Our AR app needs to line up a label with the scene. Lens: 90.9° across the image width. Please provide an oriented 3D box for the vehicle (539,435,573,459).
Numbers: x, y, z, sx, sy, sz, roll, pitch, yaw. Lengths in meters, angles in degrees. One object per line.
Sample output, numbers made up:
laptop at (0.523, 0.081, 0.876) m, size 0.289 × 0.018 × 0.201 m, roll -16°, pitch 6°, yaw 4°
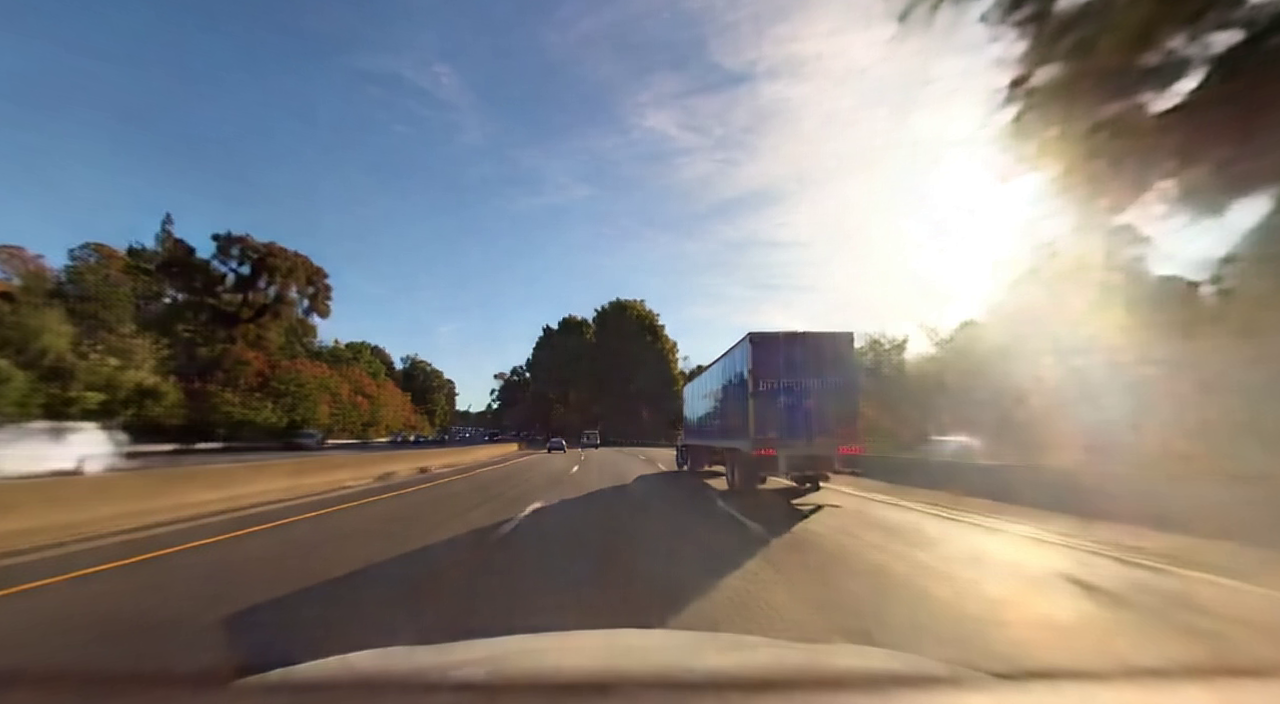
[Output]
vehicle at (-5.845, 6.610, 44.003) m, size 2.030 × 1.547 × 3.862 m, roll 1°, pitch -8°, yaw -3°

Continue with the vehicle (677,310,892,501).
vehicle at (3.473, 2.064, 20.524) m, size 2.910 × 4.051 × 14.278 m, roll 1°, pitch -8°, yaw -3°
